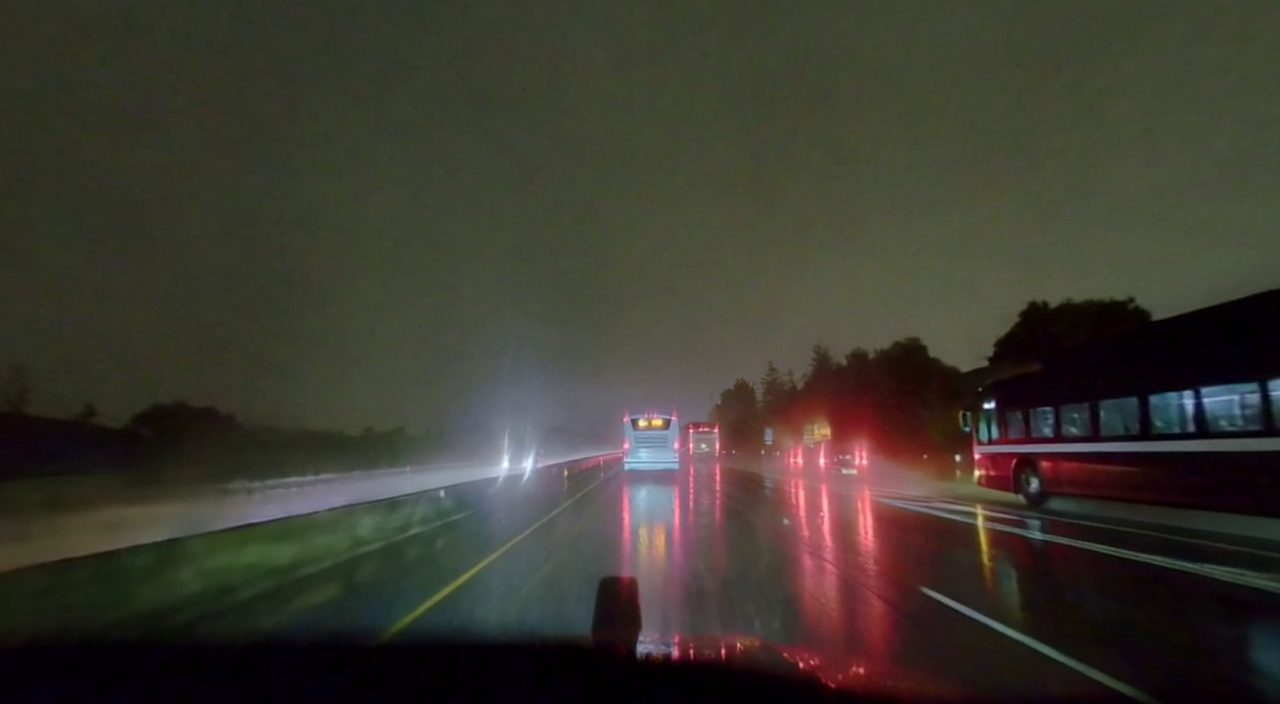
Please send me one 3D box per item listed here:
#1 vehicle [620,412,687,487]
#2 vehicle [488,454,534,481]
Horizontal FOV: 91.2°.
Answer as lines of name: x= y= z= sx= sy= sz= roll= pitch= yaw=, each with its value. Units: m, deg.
vehicle: x=0.406 y=3.939 z=25.361 sx=2.414 sy=2.675 sz=5.574 roll=0 pitch=-9 yaw=-2
vehicle: x=-7.941 y=7.141 z=38.880 sx=1.870 sy=1.500 sz=4.516 roll=-1 pitch=-9 yaw=1
